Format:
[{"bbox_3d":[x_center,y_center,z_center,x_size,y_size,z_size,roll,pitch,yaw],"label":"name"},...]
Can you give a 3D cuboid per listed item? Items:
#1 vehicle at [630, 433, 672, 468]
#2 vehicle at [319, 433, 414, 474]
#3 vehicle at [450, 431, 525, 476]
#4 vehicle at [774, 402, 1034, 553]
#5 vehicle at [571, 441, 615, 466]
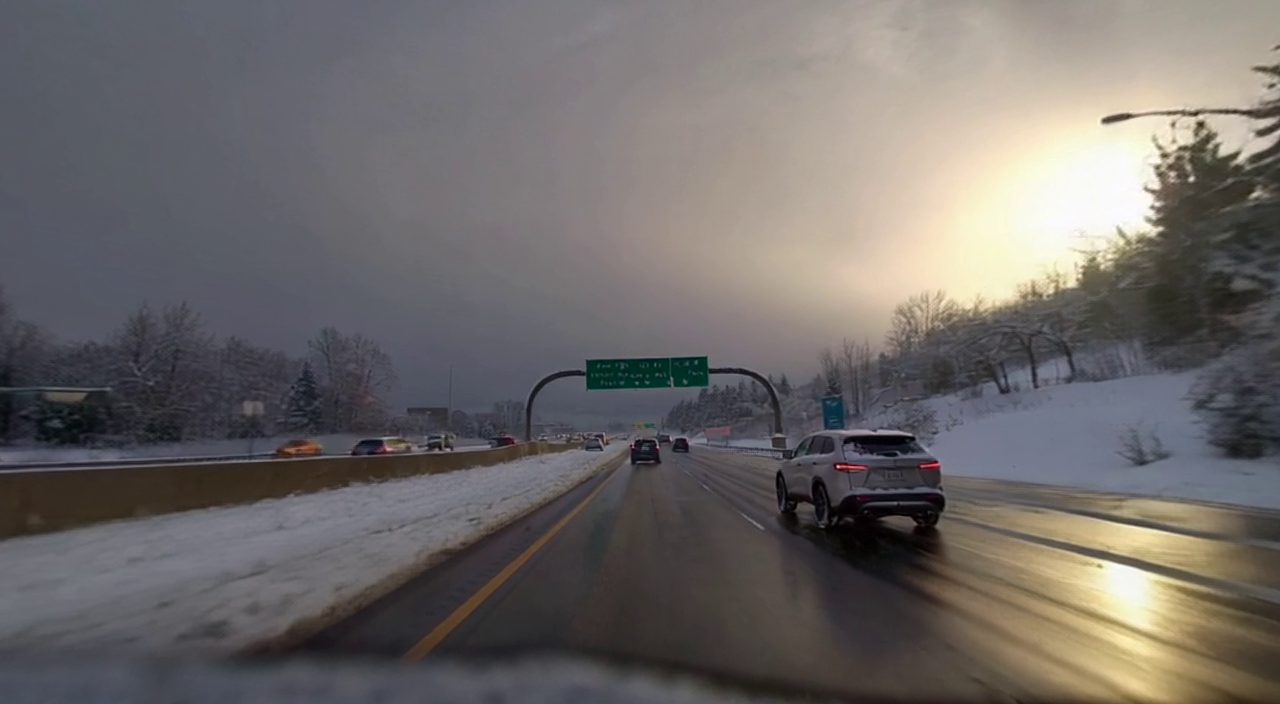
[{"bbox_3d":[0.606,5.325,34.240,2.133,1.739,3.925,0,-8,1],"label":"vehicle"},{"bbox_3d":[-12.364,4.600,28.916,2.076,1.701,5.093,0,-8,0],"label":"vehicle"},{"bbox_3d":[-6.100,4.111,25.745,1.946,1.688,4.019,0,-8,1],"label":"vehicle"},{"bbox_3d":[3.716,1.868,10.061,2.083,1.823,4.627,0,-8,-1],"label":"vehicle"},{"bbox_3d":[-2.677,5.945,37.081,2.205,1.406,4.286,0,-8,1],"label":"vehicle"}]
